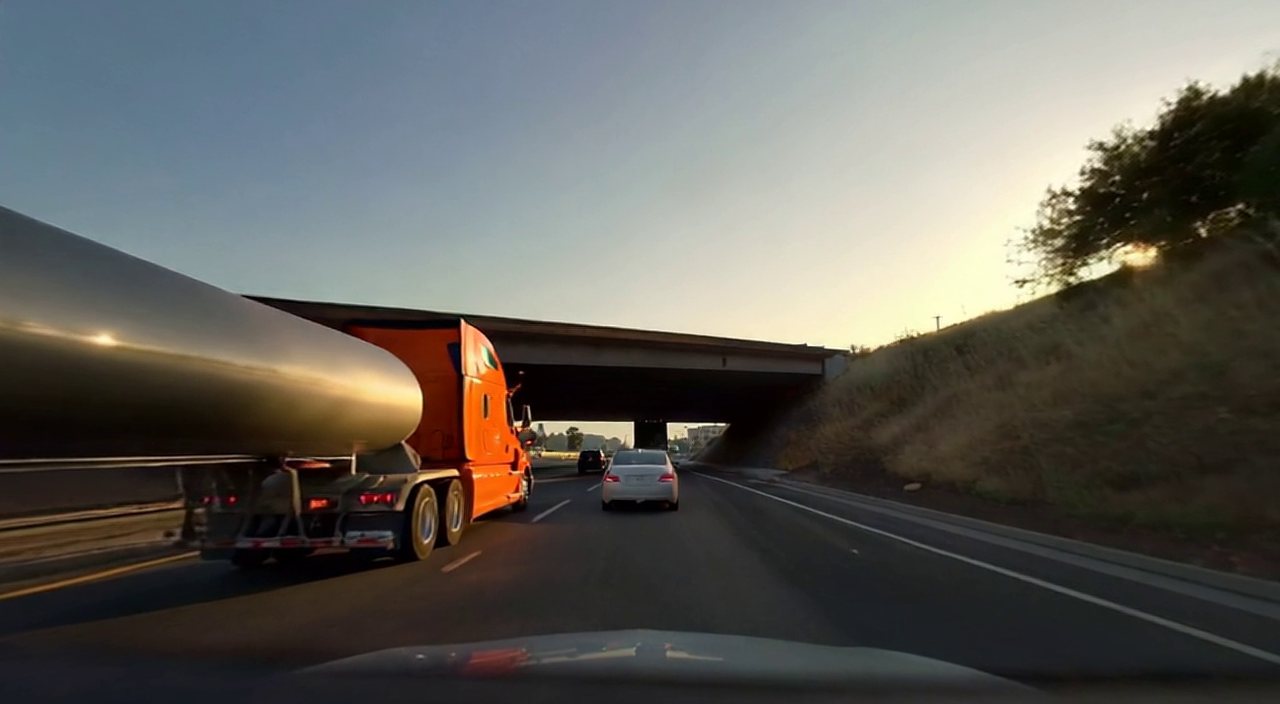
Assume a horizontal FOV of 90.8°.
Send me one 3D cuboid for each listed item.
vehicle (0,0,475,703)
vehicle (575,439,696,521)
[{"bbox_3d":[-4.275,0.077,2.768,2.896,3.563,14.643,0,-9,1],"label":"vehicle"},{"bbox_3d":[-0.091,2.691,13.798,2.215,1.481,4.246,0,-9,0],"label":"vehicle"}]
